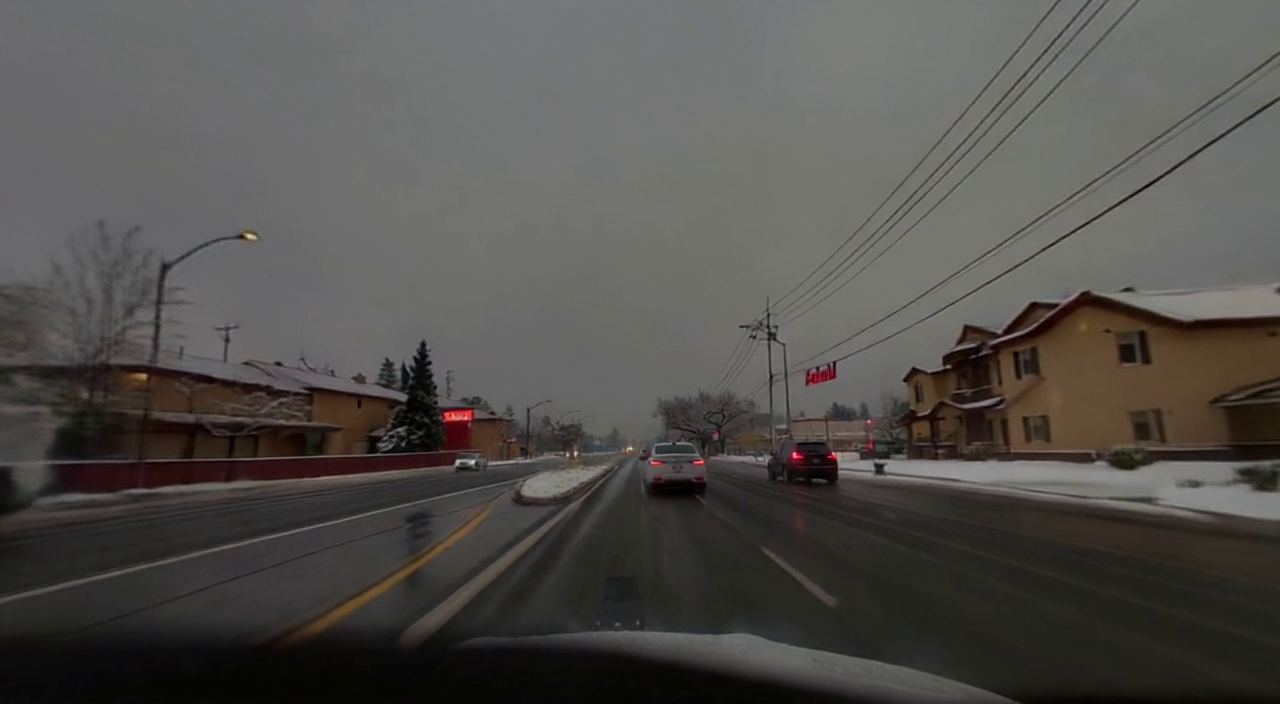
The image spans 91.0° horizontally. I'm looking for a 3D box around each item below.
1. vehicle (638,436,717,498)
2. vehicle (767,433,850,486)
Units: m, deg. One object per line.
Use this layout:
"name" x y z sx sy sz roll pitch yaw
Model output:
"vehicle" 1.034 3.541 19.728 2.138 1.702 4.168 0 -9 -1
"vehicle" 6.483 4.211 24.817 2.061 1.889 4.268 0 -9 0
